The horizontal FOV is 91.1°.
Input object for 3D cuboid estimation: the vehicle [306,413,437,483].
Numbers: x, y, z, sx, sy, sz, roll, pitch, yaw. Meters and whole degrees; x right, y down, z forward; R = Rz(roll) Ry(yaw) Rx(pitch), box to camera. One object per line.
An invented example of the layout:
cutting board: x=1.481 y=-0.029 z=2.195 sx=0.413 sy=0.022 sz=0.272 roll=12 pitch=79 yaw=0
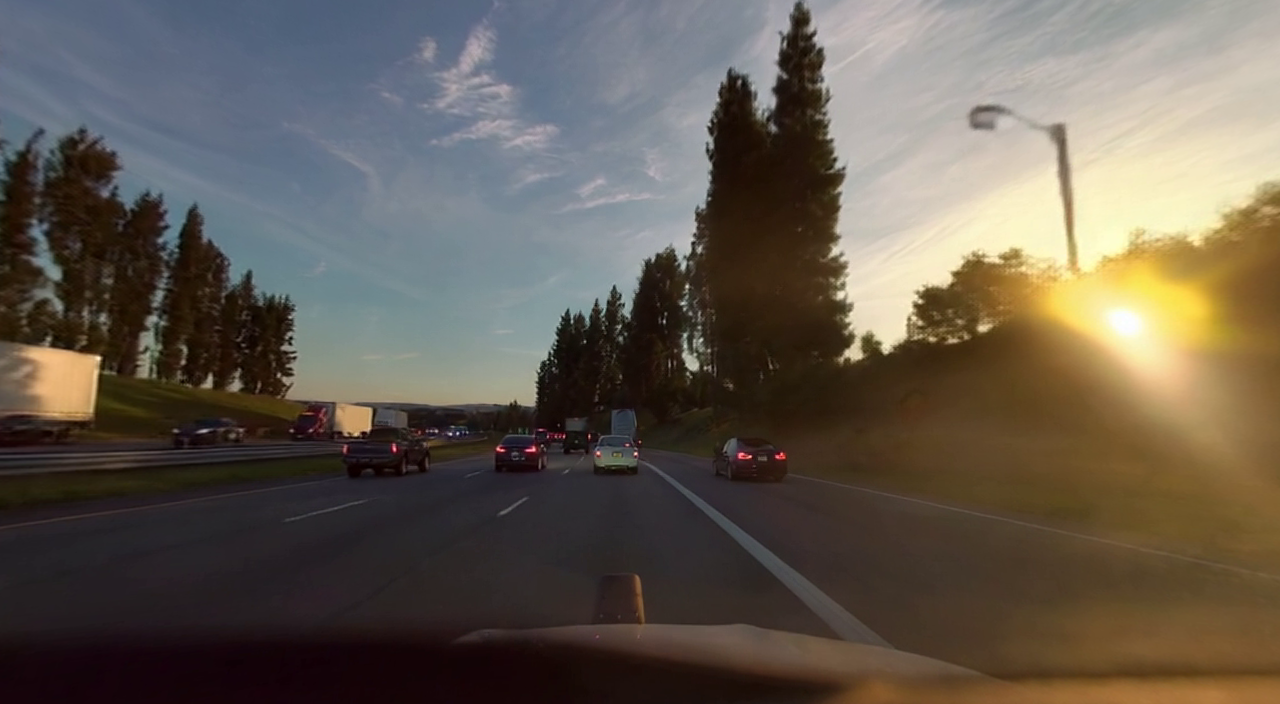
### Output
vehicle: x=-8.264 y=3.001 z=19.930 sx=2.158 sy=1.943 sz=4.662 roll=0 pitch=-8 yaw=-1

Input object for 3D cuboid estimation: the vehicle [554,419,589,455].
vehicle: x=-5.249 y=6.673 z=49.182 sx=2.303 sy=2.610 sz=6.579 roll=0 pitch=-8 yaw=-3

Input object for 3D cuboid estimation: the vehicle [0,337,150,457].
vehicle: x=-22.898 y=1.458 z=20.575 sx=2.881 sy=3.978 sz=14.159 roll=0 pitch=-8 yaw=-2

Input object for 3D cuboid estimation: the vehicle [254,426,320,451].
vehicle: x=-23.747 y=5.838 z=42.516 sx=2.068 sy=1.563 sz=4.337 roll=0 pitch=-8 yaw=-2

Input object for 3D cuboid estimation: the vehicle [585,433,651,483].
vehicle: x=-0.694 y=3.462 z=20.919 sx=1.980 sy=1.478 sz=3.758 roll=0 pitch=-8 yaw=-1

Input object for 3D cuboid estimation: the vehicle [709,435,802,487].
vehicle: x=3.546 y=3.413 z=20.189 sx=1.981 sy=1.474 sz=4.396 roll=0 pitch=-8 yaw=-3

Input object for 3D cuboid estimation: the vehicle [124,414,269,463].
vehicle: x=-15.055 y=2.991 z=21.709 sx=1.885 sy=1.496 sz=4.446 roll=0 pitch=-8 yaw=-2

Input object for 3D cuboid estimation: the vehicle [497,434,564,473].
vehicle: x=-4.459 y=4.181 z=26.242 sx=2.046 sy=1.493 sz=4.384 roll=0 pitch=-8 yaw=0
